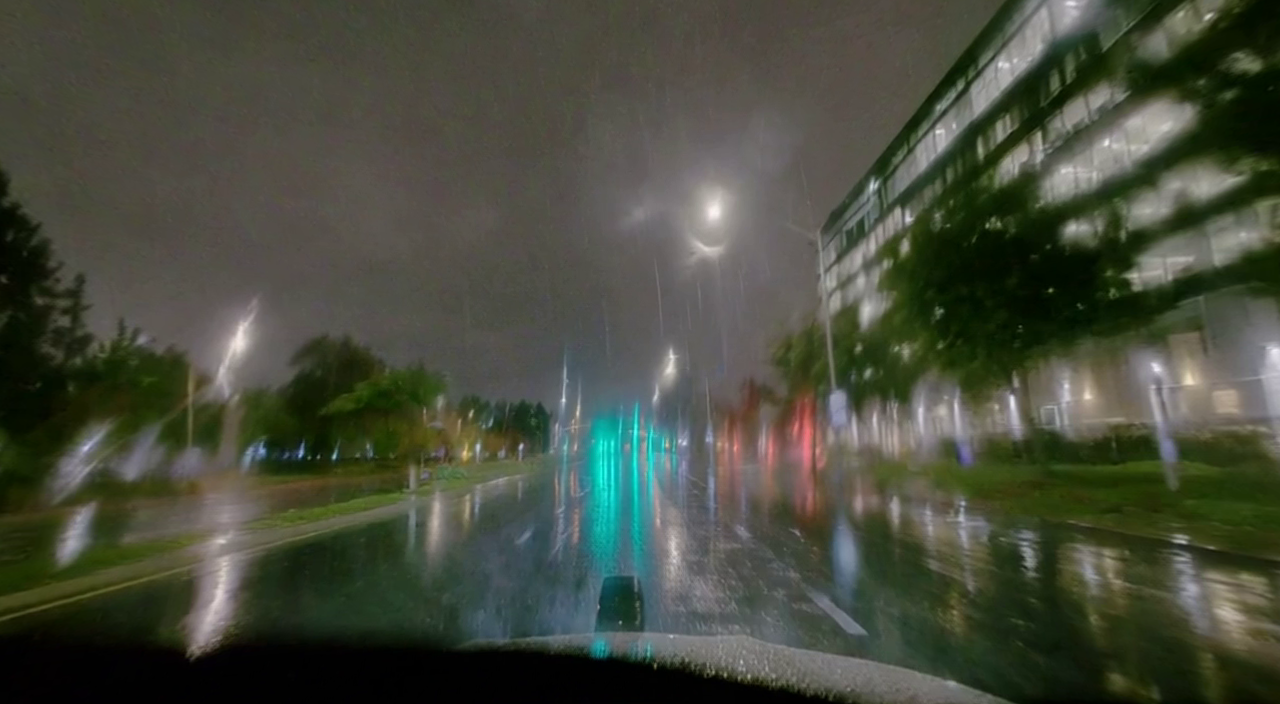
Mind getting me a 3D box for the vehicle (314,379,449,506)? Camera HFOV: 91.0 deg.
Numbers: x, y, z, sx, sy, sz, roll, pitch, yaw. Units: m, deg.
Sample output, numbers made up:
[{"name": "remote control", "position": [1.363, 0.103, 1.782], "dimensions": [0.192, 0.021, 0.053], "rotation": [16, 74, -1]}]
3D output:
[{"name": "vehicle", "position": [-7.605, 2.721, 18.859], "dimensions": [2.837, 3.274, 3.013], "rotation": [-4, -9, -3]}]
